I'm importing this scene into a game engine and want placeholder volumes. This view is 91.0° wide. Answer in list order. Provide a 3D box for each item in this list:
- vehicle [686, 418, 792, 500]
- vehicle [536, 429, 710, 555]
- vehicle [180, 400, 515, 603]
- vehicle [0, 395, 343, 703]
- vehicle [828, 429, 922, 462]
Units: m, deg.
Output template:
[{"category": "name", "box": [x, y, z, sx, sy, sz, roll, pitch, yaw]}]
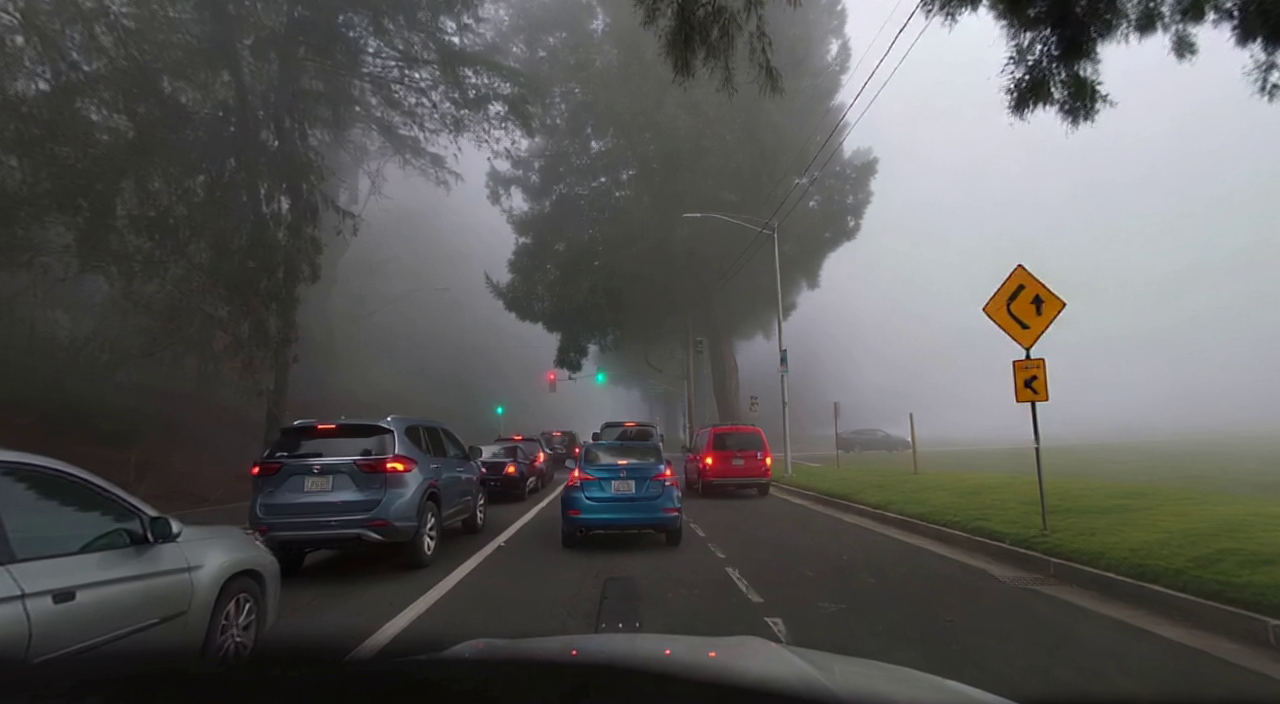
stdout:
[{"category": "vehicle", "box": [2.452, 2.808, 16.873, 2.059, 1.864, 4.541, 0, -8, -1]}, {"category": "vehicle", "box": [-0.252, 1.922, 9.352, 2.025, 1.453, 3.848, 0, -8, -2]}, {"category": "vehicle", "box": [-2.894, 1.570, 7.453, 1.964, 1.712, 4.097, 0, -8, 0]}, {"category": "vehicle", "box": [-2.920, 0.839, 1.618, 1.974, 1.484, 4.716, 0, -8, 1]}, {"category": "vehicle", "box": [11.388, 4.558, 30.699, 3.883, 1.534, 1.779, 0, -8, 2]}]
